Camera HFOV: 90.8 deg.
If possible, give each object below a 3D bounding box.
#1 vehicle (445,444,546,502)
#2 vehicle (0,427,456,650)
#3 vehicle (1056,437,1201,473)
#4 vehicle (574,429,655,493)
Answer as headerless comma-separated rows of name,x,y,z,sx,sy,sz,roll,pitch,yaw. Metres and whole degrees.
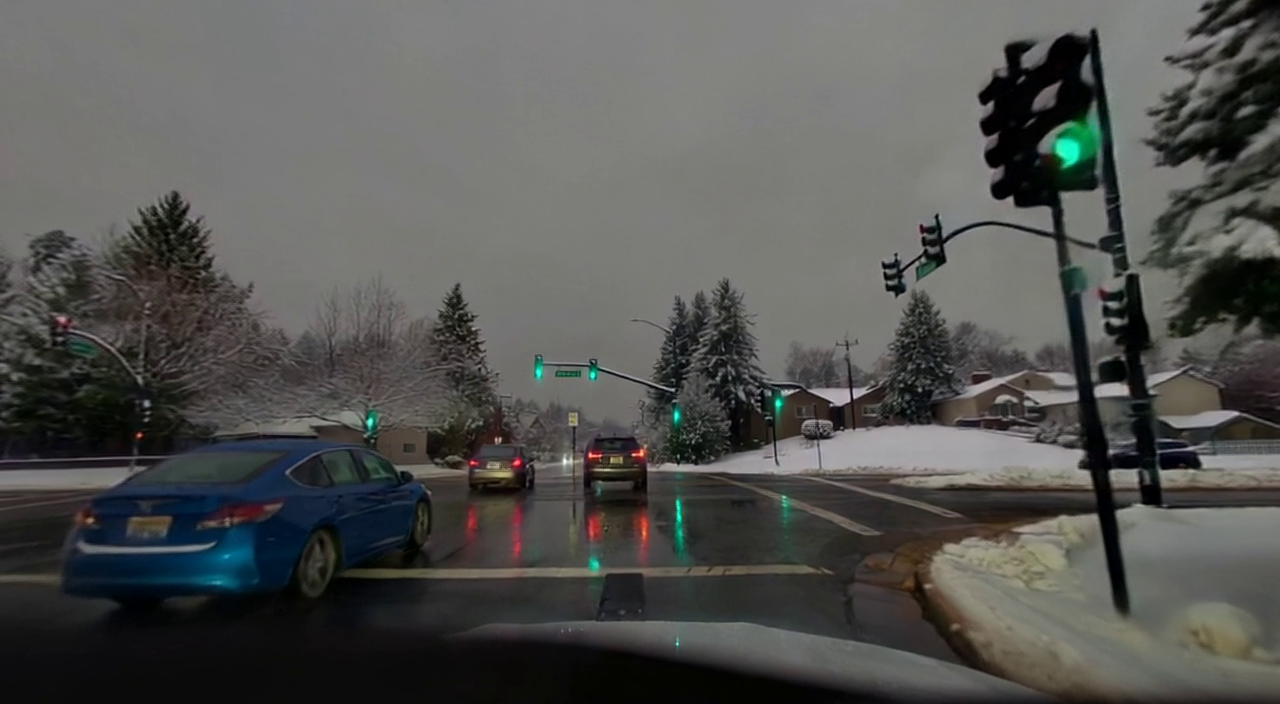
vehicle,-4.019,3.416,18.352,1.934,1.459,4.368,0,-8,-1
vehicle,-3.650,1.620,6.716,1.977,1.488,4.741,0,-8,0
vehicle,20.512,4.352,26.751,4.353,1.431,1.876,-2,-9,12
vehicle,-0.847,3.585,21.118,2.396,1.881,4.606,0,-8,-2
